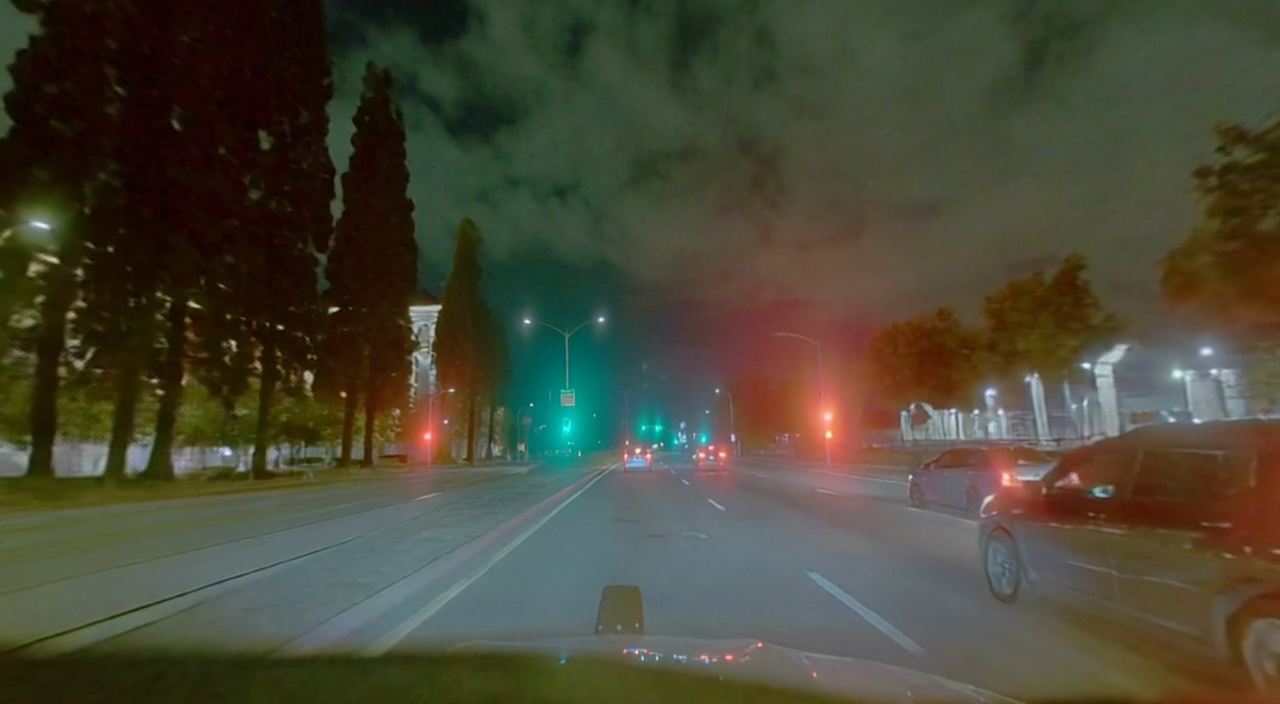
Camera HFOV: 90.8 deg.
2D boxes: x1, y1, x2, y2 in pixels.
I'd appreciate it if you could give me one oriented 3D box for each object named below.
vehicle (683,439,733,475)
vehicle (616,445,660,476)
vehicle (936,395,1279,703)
[{"bbox_3d":[3.494,5.491,33.315,2.036,1.757,4.300,0,-9,-1],"label":"vehicle"},{"bbox_3d":[-0.098,5.392,31.604,2.054,1.446,3.969,0,-9,-1],"label":"vehicle"},{"bbox_3d":[3.699,1.122,3.791,1.937,1.538,3.832,0,-9,0],"label":"vehicle"}]
